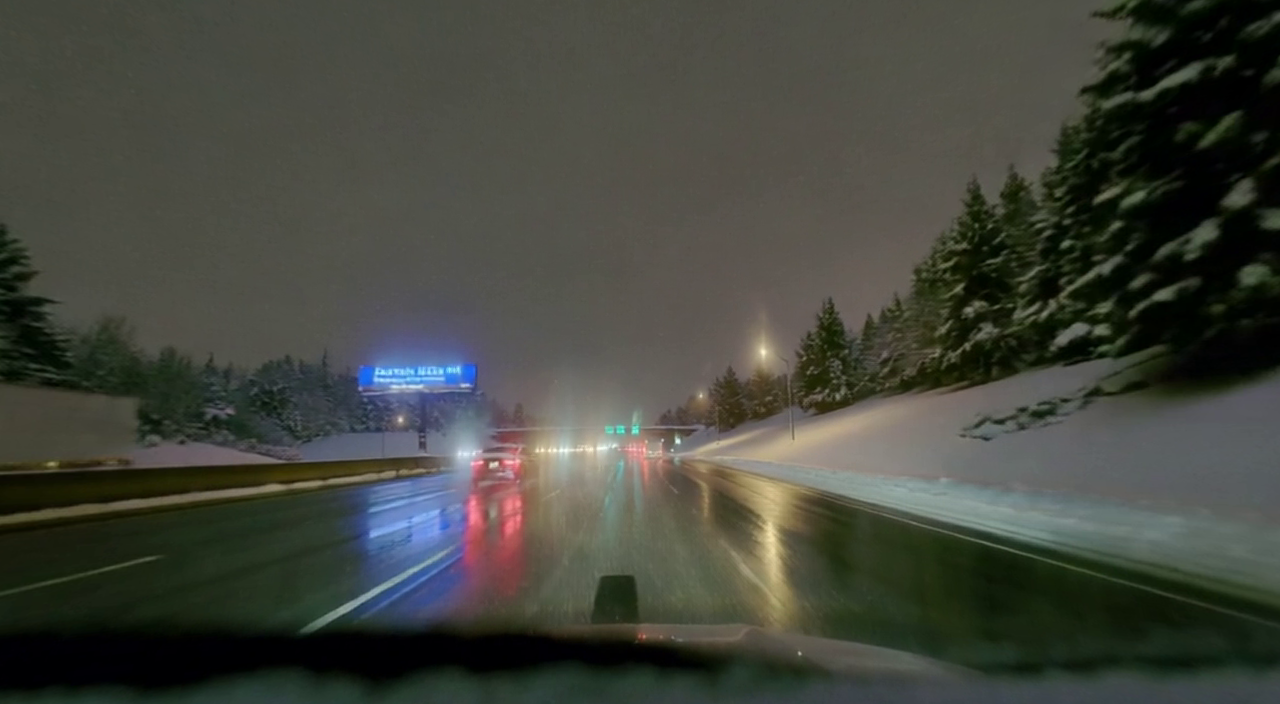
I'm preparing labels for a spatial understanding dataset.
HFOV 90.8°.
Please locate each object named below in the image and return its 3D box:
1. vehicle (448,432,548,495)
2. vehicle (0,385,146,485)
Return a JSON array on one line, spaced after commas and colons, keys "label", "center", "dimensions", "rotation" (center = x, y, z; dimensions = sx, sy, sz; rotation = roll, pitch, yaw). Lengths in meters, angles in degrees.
[{"label": "vehicle", "center": [-4.336, 3.483, 20.131], "dimensions": [2.102, 1.727, 4.704], "rotation": [0, -9, 0]}, {"label": "vehicle", "center": [-26.135, 3.057, 23.359], "dimensions": [2.850, 3.808, 16.213], "rotation": [0, -9, 0]}]
